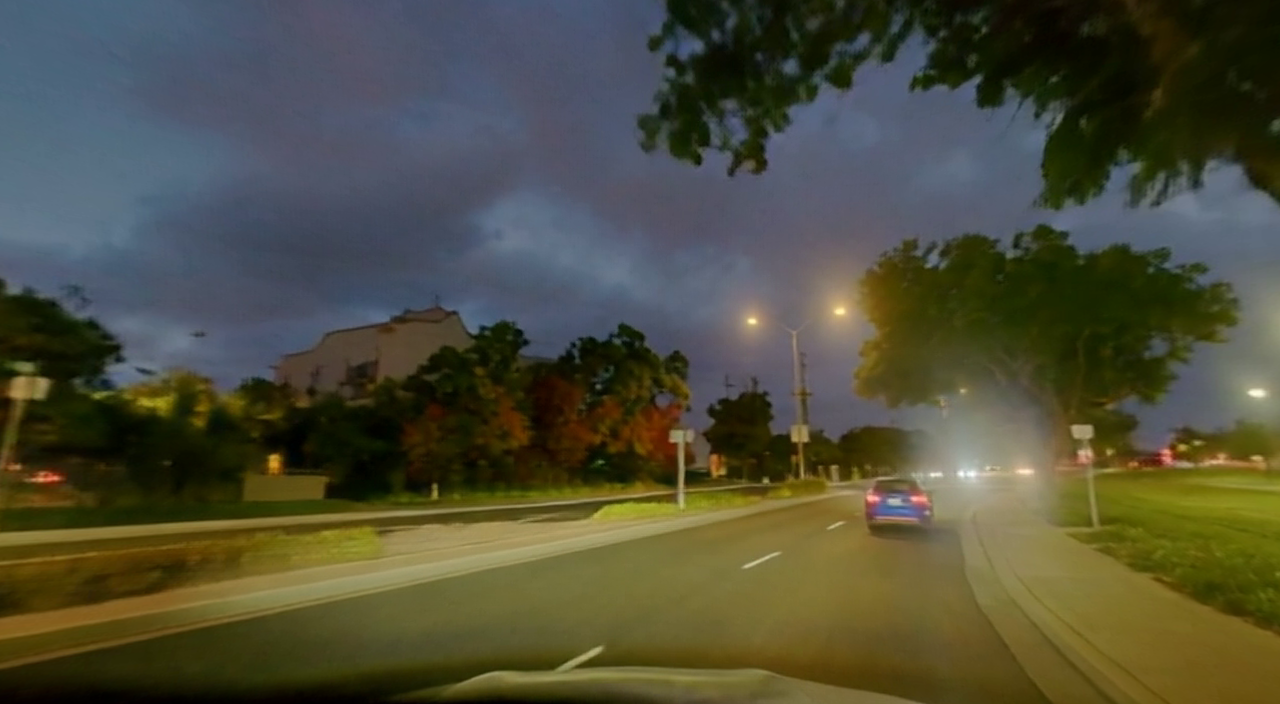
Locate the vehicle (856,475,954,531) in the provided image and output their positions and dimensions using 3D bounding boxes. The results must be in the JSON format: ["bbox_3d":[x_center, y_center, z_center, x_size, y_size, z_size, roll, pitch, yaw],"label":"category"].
[{"bbox_3d":[7.485,4.069,17.469,1.972,1.250,5.282,-5,-12,27],"label":"vehicle"}]
